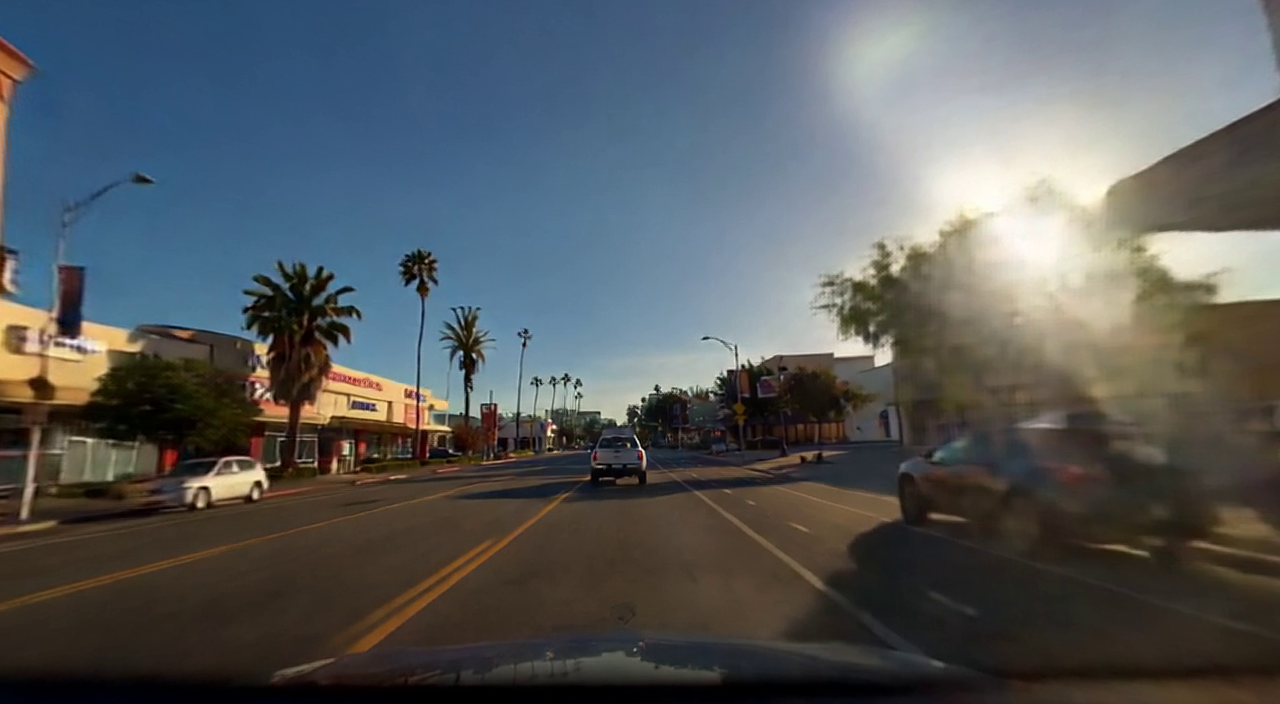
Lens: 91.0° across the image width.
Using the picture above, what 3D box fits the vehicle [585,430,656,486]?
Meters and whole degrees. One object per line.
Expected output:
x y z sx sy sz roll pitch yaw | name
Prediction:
-0.639 3.665 22.039 2.239 1.763 4.096 0 -8 -1 | vehicle

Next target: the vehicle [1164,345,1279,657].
5.487 0.669 1.781 2.568 1.974 6.203 3 -9 -2 | vehicle

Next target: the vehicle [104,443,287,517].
-13.520 3.855 19.663 2.296 1.847 4.856 -3 -8 -1 | vehicle

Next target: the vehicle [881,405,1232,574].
5.742 1.939 9.703 2.186 1.861 4.678 2 -8 -1 | vehicle
